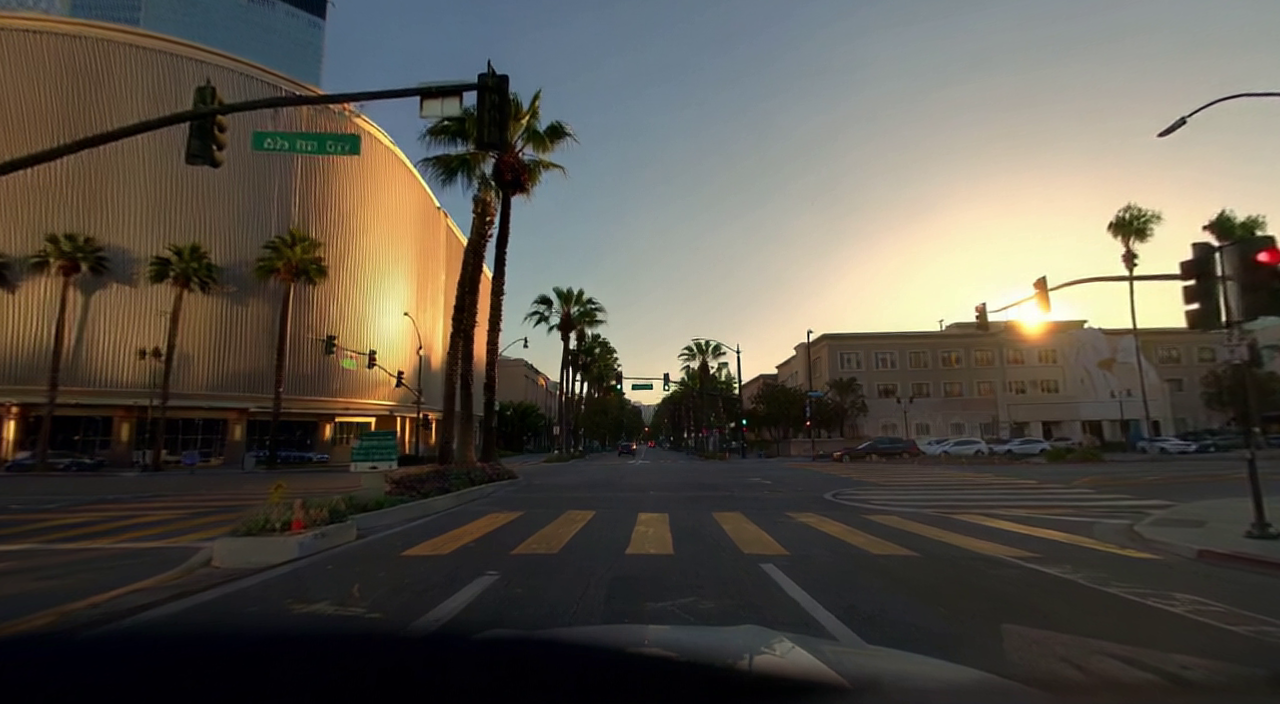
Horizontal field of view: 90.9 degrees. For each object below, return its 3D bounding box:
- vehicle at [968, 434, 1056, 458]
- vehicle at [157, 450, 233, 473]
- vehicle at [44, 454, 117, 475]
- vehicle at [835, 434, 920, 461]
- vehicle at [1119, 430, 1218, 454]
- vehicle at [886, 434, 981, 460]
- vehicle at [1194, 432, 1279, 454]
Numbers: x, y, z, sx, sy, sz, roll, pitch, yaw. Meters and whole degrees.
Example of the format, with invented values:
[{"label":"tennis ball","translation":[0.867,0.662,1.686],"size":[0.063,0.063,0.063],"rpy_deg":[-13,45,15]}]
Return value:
[{"label":"vehicle","translation":[23.742,6.028,40.355],"size":[4.423,1.465,1.798],"rpy_deg":[0,-8,1]},{"label":"vehicle","translation":[-32.893,8.100,46.641],"size":[4.136,1.661,1.857],"rpy_deg":[0,-8,1]},{"label":"vehicle","translation":[-41.396,8.317,46.700],"size":[3.698,1.467,1.779],"rpy_deg":[0,-8,1]},{"label":"vehicle","translation":[15.236,6.139,40.616],"size":[4.648,1.665,1.910],"rpy_deg":[0,-8,-1]},{"label":"vehicle","translation":[33.392,5.727,39.921],"size":[4.567,1.458,1.791],"rpy_deg":[0,-8,2]},{"label":"vehicle","translation":[17.121,5.558,36.888],"size":[4.684,1.461,1.777],"rpy_deg":[0,-8,-1]},{"label":"vehicle","translation":[42.325,6.446,44.619],"size":[4.437,1.469,1.811],"rpy_deg":[0,-8,0]}]
